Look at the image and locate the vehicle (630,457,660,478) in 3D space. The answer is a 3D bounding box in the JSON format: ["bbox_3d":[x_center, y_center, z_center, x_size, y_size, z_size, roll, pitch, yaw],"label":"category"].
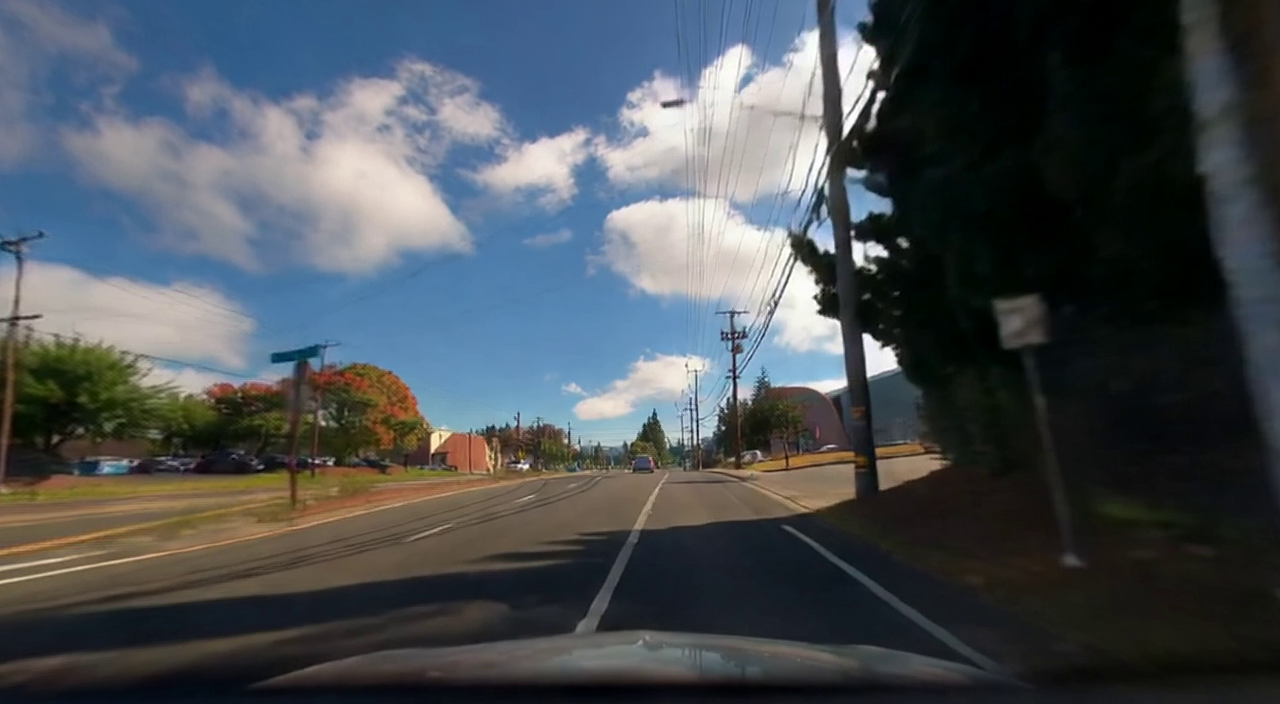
[{"bbox_3d":[0.412,8.802,48.279,2.114,1.492,4.453,-1,-9,3],"label":"vehicle"}]
